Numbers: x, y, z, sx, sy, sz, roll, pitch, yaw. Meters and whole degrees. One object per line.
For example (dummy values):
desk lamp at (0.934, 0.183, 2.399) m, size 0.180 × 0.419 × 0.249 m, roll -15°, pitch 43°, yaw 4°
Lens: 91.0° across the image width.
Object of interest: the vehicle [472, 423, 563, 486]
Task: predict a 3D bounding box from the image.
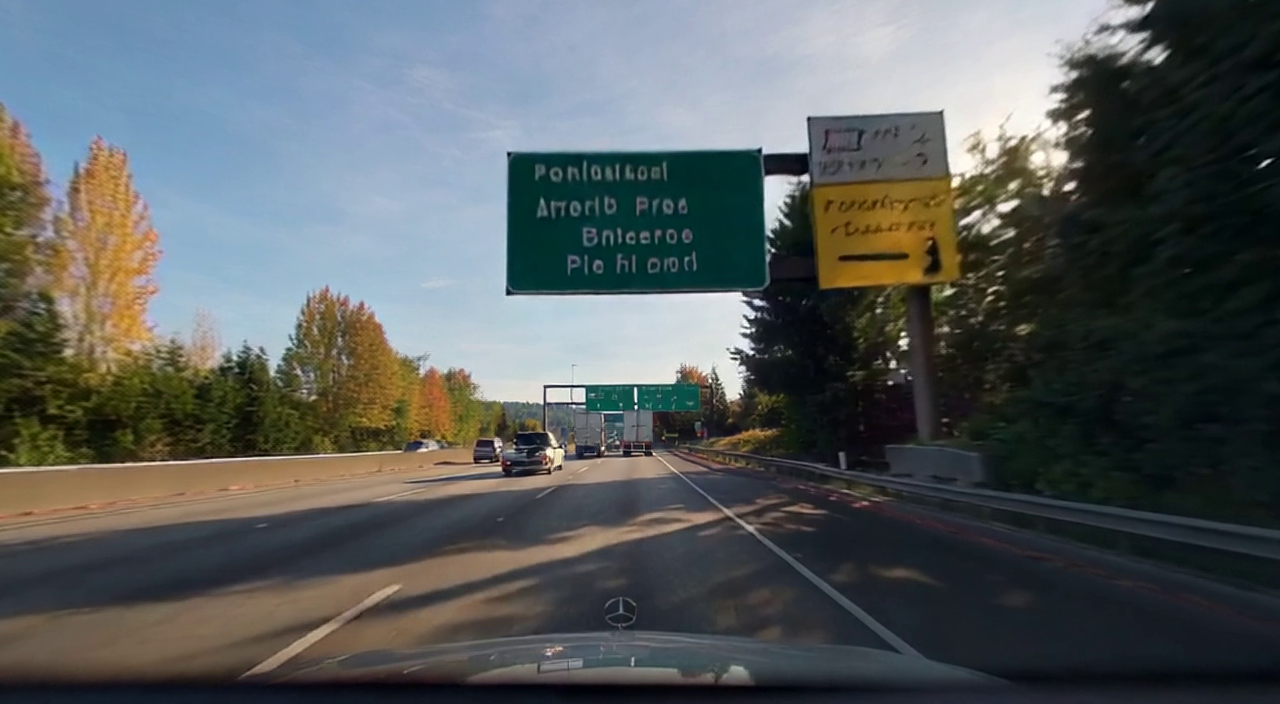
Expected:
vehicle at (-3.947, 3.404, 21.266) m, size 2.127 × 1.839 × 4.984 m, roll 0°, pitch -8°, yaw -1°
